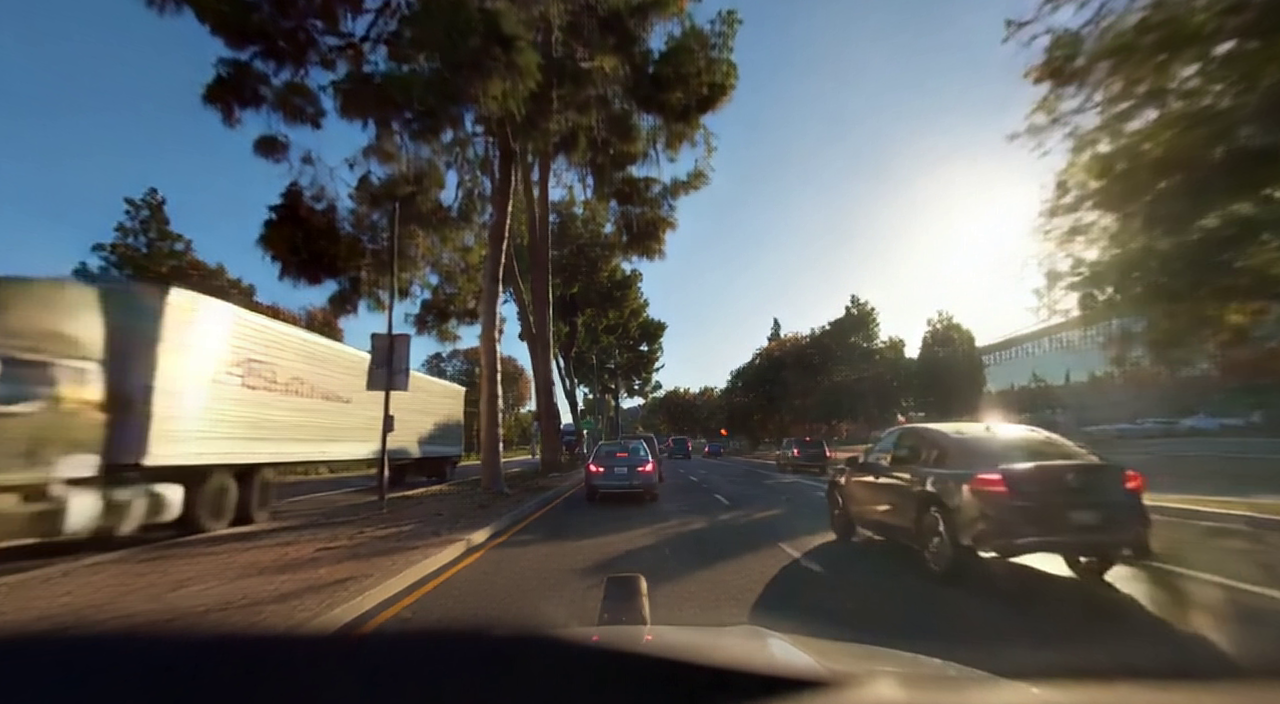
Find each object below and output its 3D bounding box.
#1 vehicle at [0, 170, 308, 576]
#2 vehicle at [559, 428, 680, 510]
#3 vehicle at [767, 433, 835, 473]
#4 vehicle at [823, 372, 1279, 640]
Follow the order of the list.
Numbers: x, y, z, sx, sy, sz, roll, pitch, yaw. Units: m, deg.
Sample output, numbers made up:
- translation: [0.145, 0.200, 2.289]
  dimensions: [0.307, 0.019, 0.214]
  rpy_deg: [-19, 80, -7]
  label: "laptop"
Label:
- translation: [-8.198, 0.549, 8.757]
  dimensions: [3.021, 4.215, 7.024]
  rpy_deg: [0, -9, 1]
  label: "vehicle"
- translation: [-0.404, 2.545, 14.071]
  dimensions: [2.315, 1.563, 4.080]
  rpy_deg: [0, -9, 0]
  label: "vehicle"
- translation: [7.693, 4.873, 30.437]
  dimensions: [2.090, 1.768, 4.407]
  rpy_deg: [0, -9, 0]
  label: "vehicle"
- translation: [3.635, 1.350, 6.484]
  dimensions: [2.090, 1.763, 4.560]
  rpy_deg: [0, -9, 0]
  label: "vehicle"
